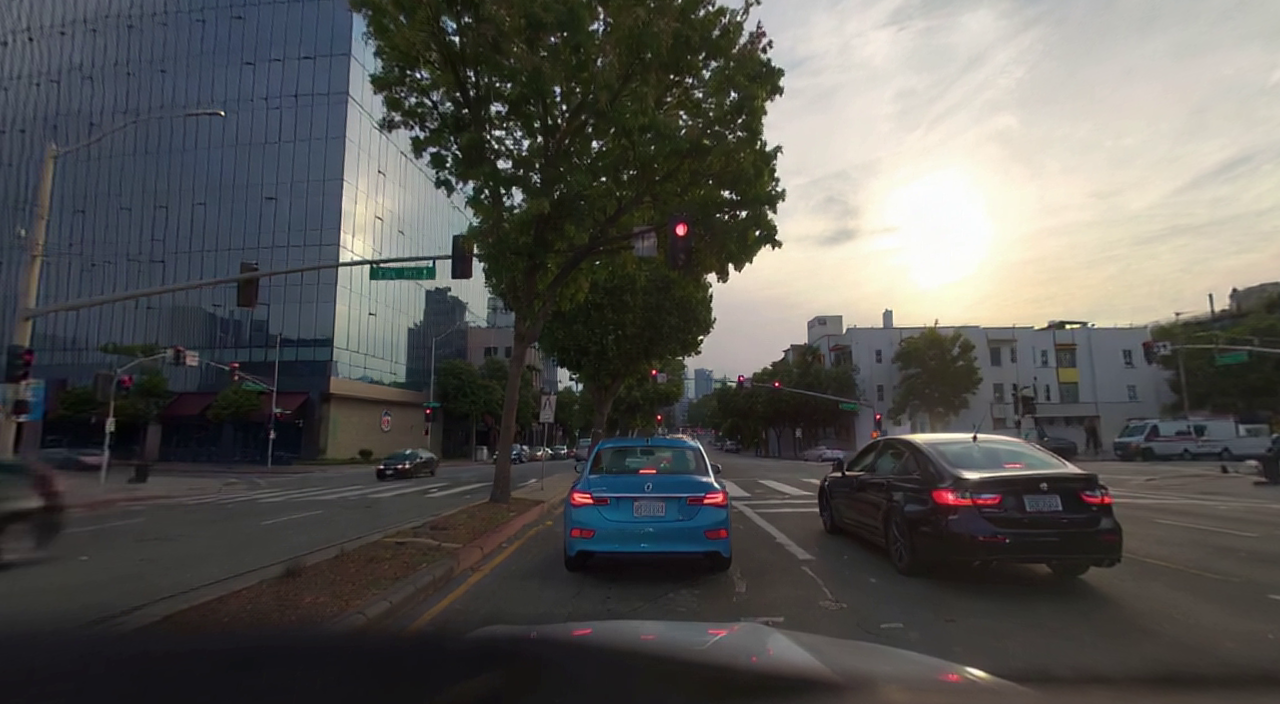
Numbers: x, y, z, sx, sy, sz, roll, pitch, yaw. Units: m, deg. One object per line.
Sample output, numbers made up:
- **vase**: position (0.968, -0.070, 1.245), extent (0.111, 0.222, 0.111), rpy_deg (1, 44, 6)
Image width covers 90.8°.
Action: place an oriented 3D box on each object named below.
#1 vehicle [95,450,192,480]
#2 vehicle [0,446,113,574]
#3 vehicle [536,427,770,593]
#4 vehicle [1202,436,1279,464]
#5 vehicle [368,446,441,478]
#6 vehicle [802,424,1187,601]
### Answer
- **vehicle**: position (-26.686, 6.062, 34.051), extent (3.657, 1.528, 1.783), rpy_deg (1, -9, -3)
- **vehicle**: position (-8.468, 1.706, 6.495), extent (2.090, 1.475, 4.616), rpy_deg (0, -9, 1)
- **vehicle**: position (0.094, 1.726, 7.733), extent (2.087, 1.468, 4.014), rpy_deg (0, -9, -1)
- **vehicle**: position (35.225, 5.582, 36.142), extent (4.190, 1.535, 1.998), rpy_deg (0, -9, -1)
- **vehicle**: position (-11.764, 5.500, 31.844), extent (1.922, 1.466, 4.422), rpy_deg (0, -9, 1)
- **vehicle**: position (3.629, 1.724, 7.737), extent (2.018, 1.491, 4.544), rpy_deg (0, -9, -1)
